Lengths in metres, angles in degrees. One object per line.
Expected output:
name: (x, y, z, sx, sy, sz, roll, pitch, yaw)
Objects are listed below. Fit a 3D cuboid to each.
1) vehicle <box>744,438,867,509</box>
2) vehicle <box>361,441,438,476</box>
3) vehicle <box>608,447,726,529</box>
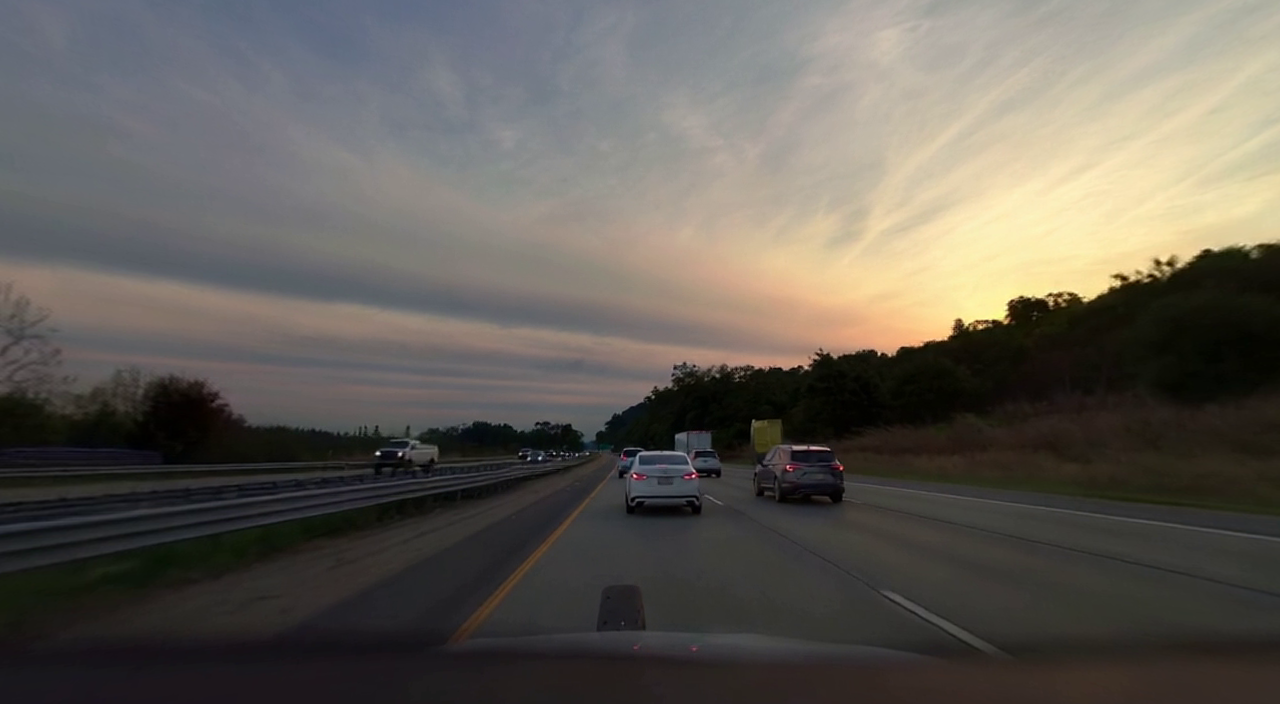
vehicle: (4.319, 3.242, 17.329, 1.998, 1.657, 4.604, 0, -9, -2)
vehicle: (-12.361, 5.507, 32.776, 2.039, 1.666, 5.002, 0, -9, -1)
vehicle: (0.429, 2.711, 13.104, 2.094, 1.426, 3.725, 0, -9, -1)
